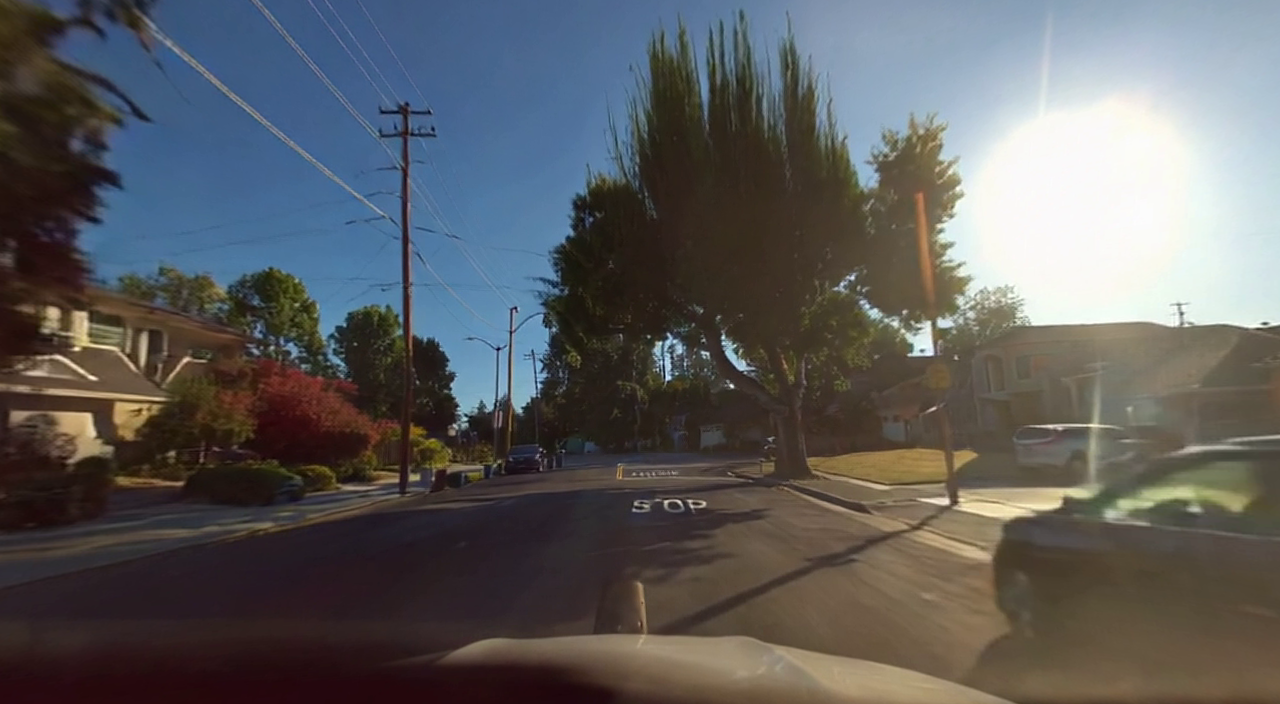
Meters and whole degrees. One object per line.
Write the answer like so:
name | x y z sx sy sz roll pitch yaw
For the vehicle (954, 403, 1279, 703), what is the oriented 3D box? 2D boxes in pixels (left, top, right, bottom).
vehicle | 3.550 1.000 2.693 2.012 1.531 4.557 0 -8 -1

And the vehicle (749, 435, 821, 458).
vehicle | 9.875 6.453 43.103 4.452 1.482 2.017 4 -9 -25
